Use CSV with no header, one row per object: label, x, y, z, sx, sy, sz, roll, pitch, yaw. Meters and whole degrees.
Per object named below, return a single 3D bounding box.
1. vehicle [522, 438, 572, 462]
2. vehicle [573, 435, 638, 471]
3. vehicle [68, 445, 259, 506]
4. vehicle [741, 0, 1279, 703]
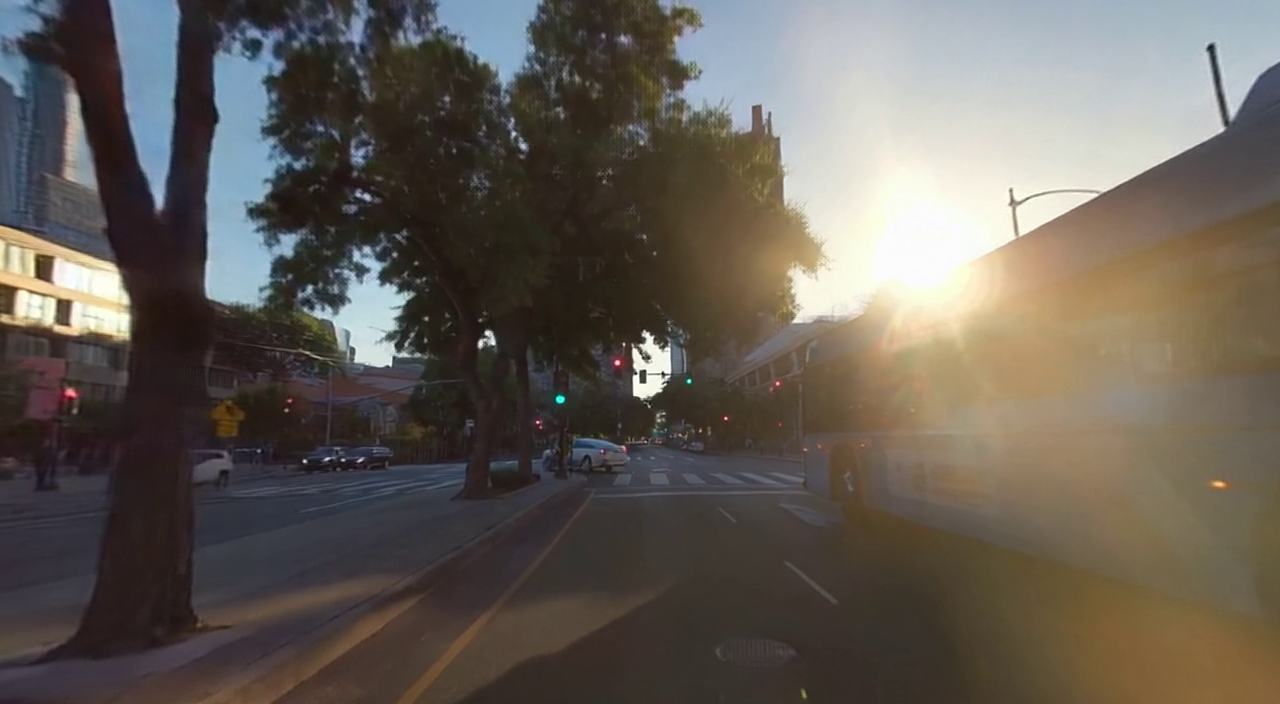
vehicle,-6.101,6.365,41.075,2.036,1.467,3.979,4,-9,-26
vehicle,-1.674,4.621,29.110,2.123,1.544,4.158,2,-9,-15
vehicle,-14.405,3.724,19.476,1.816,1.490,4.417,-4,-7,17
vehicle,3.301,-0.080,3.313,3.250,3.731,13.693,0,-8,0
